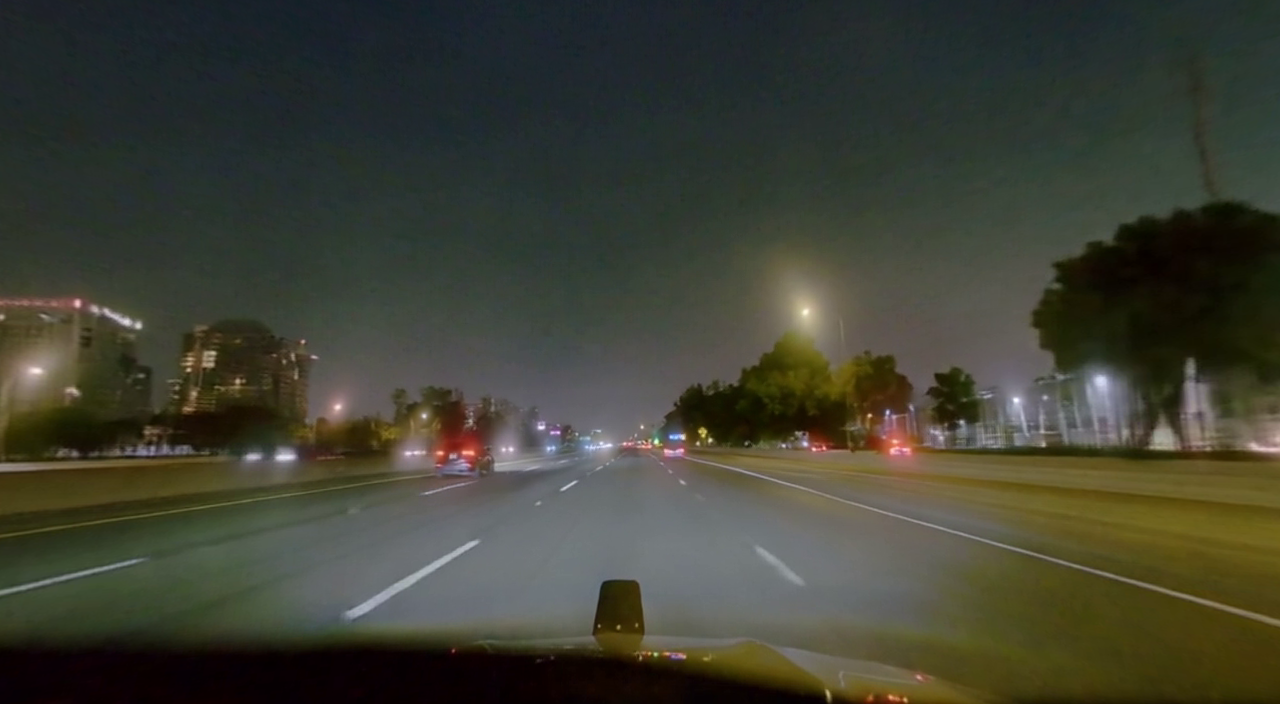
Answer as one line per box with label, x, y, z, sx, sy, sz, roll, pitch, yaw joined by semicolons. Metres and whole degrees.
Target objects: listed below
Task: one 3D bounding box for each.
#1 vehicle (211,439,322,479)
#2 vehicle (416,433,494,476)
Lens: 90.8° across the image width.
vehicle;-17.858;5.095;30.587;2.080;1.716;5.312;0;-8;0
vehicle;-7.944;4.435;27.593;2.089;1.724;4.327;0;-8;0
